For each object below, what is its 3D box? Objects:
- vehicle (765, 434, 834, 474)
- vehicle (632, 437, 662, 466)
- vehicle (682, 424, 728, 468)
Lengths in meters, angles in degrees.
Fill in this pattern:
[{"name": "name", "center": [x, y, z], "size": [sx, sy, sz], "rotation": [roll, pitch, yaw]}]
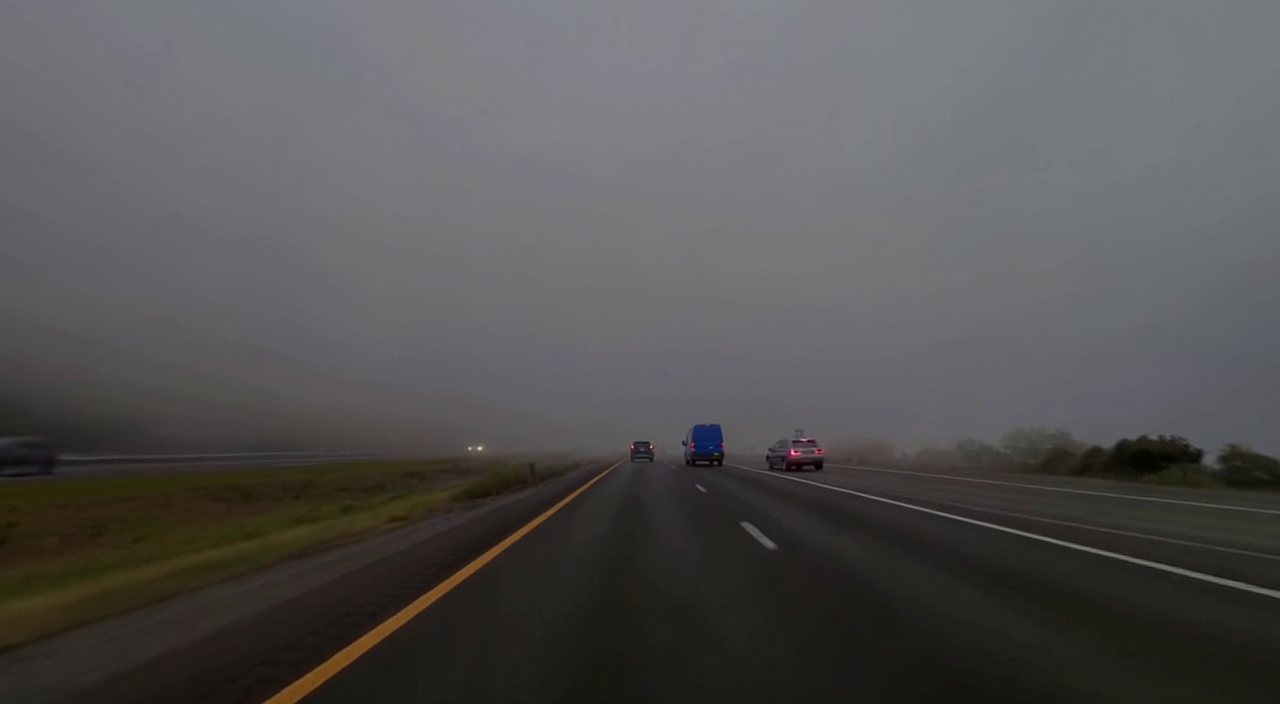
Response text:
[{"name": "vehicle", "center": [8.180, 5.302, 32.915], "size": [2.240, 1.925, 4.854], "rotation": [0, -8, -1]}, {"name": "vehicle", "center": [0.499, 7.700, 48.942], "size": [2.131, 2.122, 4.473], "rotation": [0, -8, -1]}, {"name": "vehicle", "center": [4.148, 6.150, 41.228], "size": [2.302, 2.670, 6.176], "rotation": [0, -8, -1]}]
